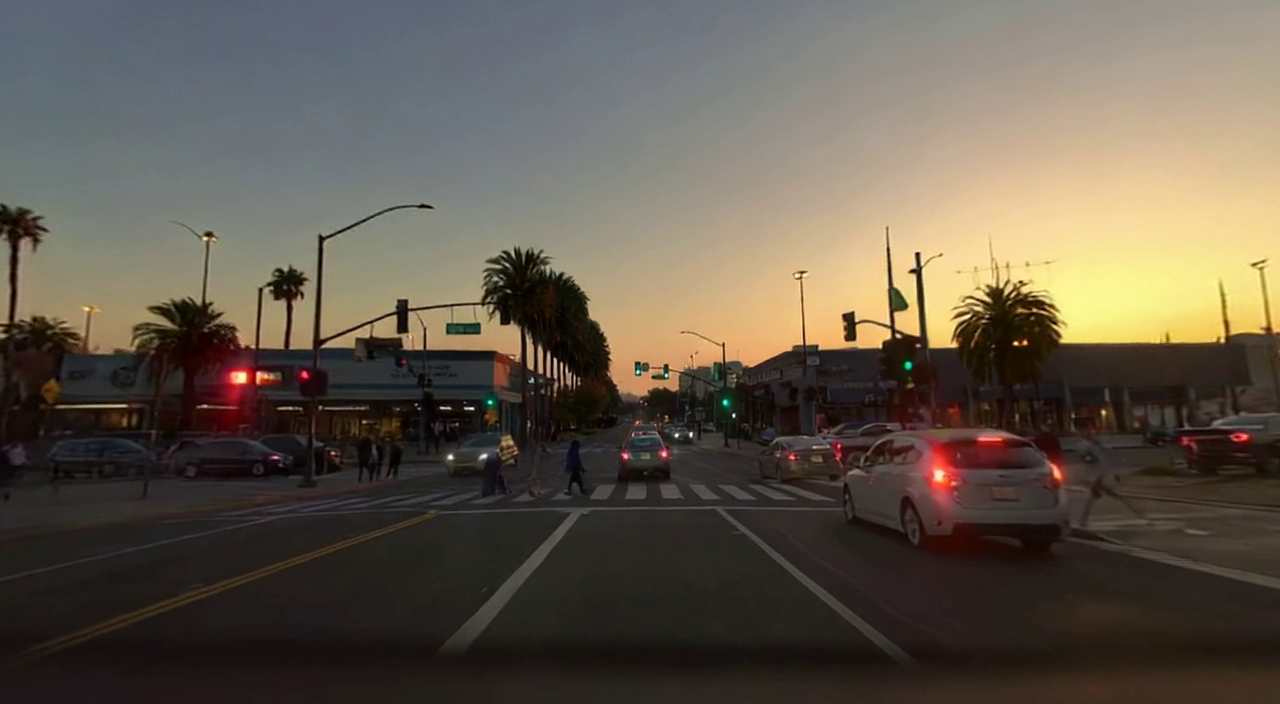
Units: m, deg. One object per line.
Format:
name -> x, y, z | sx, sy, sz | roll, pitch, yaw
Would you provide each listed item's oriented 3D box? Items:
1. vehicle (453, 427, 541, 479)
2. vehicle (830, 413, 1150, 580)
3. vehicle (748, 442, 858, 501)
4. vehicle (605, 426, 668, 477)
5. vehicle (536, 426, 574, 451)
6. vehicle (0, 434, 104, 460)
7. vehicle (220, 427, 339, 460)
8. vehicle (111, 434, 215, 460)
vehicle -> -5.522, 3.987, 25.161 | 2.324, 1.808, 4.946 | 0, -8, 0
vehicle -> 4.325, 1.839, 8.894 | 2.070, 1.711, 4.480 | -1, -8, 3
vehicle -> 4.416, 3.289, 17.920 | 1.963, 1.449, 4.653 | 0, -8, 1
vehicle -> -0.165, 3.908, 24.947 | 2.264, 1.798, 4.531 | 0, -8, -1
vehicle -> -6.038, 6.216, 45.161 | 2.040, 1.670, 4.508 | 0, -8, 0
vehicle -> -35.573, 5.741, 38.127 | 4.643, 1.464, 2.125 | -1, -8, 4
vehicle -> -20.815, 5.305, 36.585 | 5.674, 1.804, 2.190 | -1, -8, 6
vehicle -> -28.422, 5.660, 37.728 | 4.734, 1.416, 2.083 | -1, -7, 6
